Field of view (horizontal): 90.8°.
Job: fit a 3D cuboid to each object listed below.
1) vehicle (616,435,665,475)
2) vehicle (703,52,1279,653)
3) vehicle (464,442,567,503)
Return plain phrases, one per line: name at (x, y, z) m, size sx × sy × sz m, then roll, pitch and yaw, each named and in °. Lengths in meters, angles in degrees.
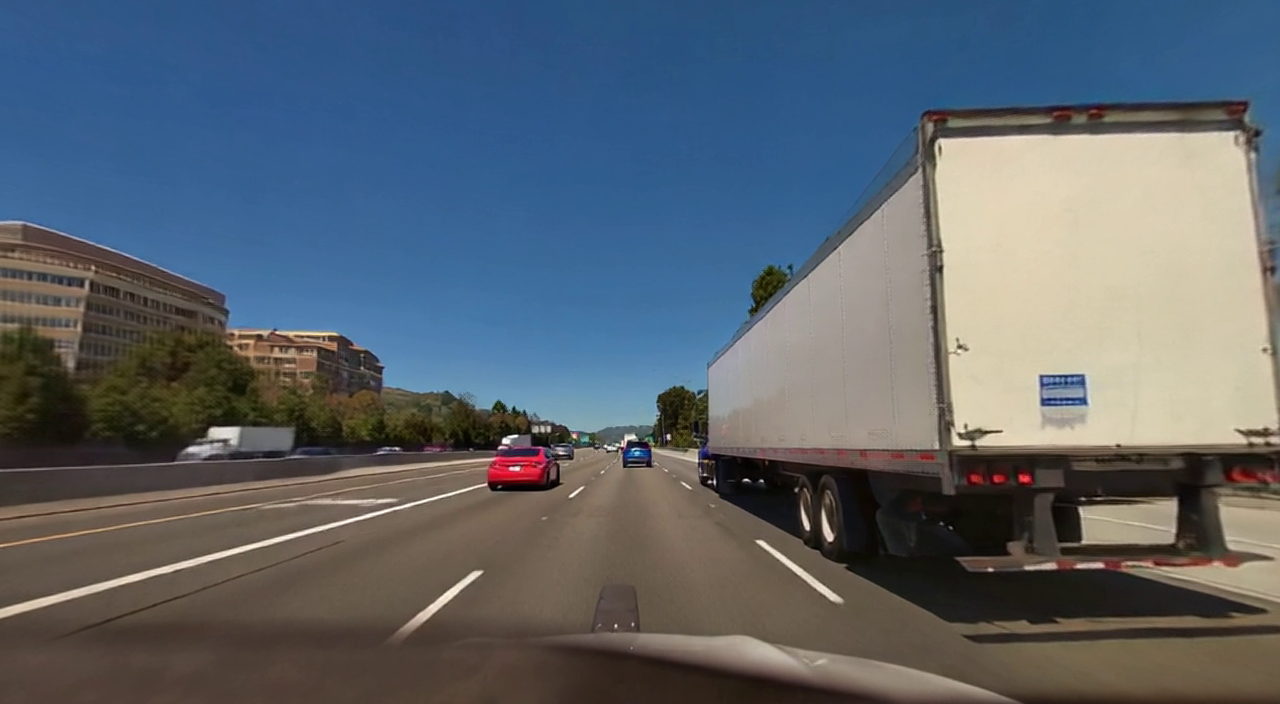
vehicle at (0.009, 5.061, 31.156) m, size 2.203 × 1.805 × 4.358 m, roll 0°, pitch -9°, yaw 0°
vehicle at (3.452, 1.012, 11.727) m, size 2.876 × 4.086 × 15.117 m, roll 0°, pitch -9°, yaw -1°
vehicle at (-3.177, 3.162, 17.051) m, size 1.864 × 1.406 × 4.544 m, roll 0°, pitch -9°, yaw 0°
